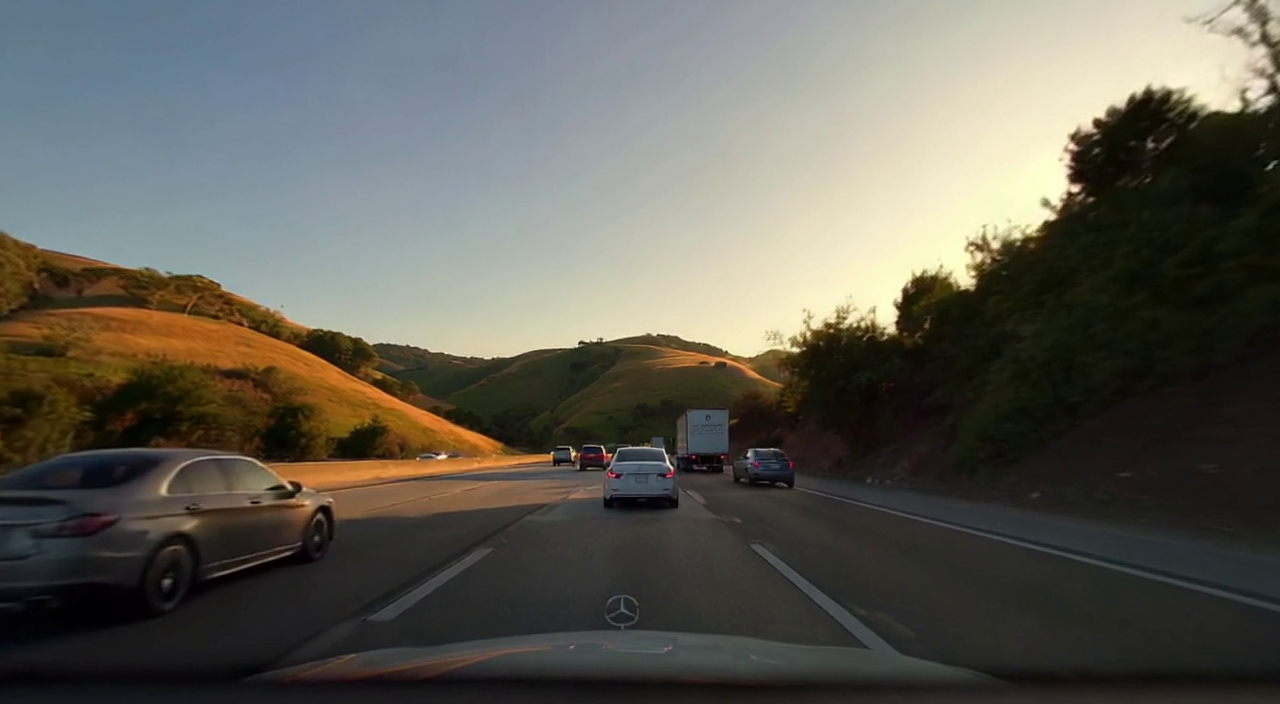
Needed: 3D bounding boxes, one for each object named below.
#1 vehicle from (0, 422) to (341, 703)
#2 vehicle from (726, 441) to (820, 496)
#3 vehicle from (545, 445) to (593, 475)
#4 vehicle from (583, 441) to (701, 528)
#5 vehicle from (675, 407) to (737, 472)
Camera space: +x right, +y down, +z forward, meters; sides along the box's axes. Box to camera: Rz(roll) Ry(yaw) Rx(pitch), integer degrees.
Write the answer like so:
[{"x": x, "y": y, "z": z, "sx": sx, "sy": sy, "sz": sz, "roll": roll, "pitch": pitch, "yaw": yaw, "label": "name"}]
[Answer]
[{"x": -4.270, "y": 1.389, "z": 5.003, "sx": 1.848, "sy": 1.486, "sz": 3.832, "roll": 0, "pitch": -9, "yaw": 1, "label": "vehicle"}, {"x": 4.203, "y": 3.759, "z": 20.751, "sx": 2.029, "sy": 1.579, "sz": 4.484, "roll": 0, "pitch": -9, "yaw": -1, "label": "vehicle"}, {"x": -4.078, "y": 6.282, "z": 36.844, "sx": 2.211, "sy": 1.669, "sz": 4.224, "roll": 0, "pitch": -9, "yaw": 2, "label": "vehicle"}, {"x": 0.040, "y": 2.584, "z": 12.743, "sx": 2.041, "sy": 1.484, "sz": 3.535, "roll": 0, "pitch": -9, "yaw": 0, "label": "vehicle"}, {"x": 4.619, "y": 6.805, "z": 47.938, "sx": 3.194, "sy": 4.038, "sz": 16.301, "roll": 0, "pitch": -9, "yaw": 1, "label": "vehicle"}]
